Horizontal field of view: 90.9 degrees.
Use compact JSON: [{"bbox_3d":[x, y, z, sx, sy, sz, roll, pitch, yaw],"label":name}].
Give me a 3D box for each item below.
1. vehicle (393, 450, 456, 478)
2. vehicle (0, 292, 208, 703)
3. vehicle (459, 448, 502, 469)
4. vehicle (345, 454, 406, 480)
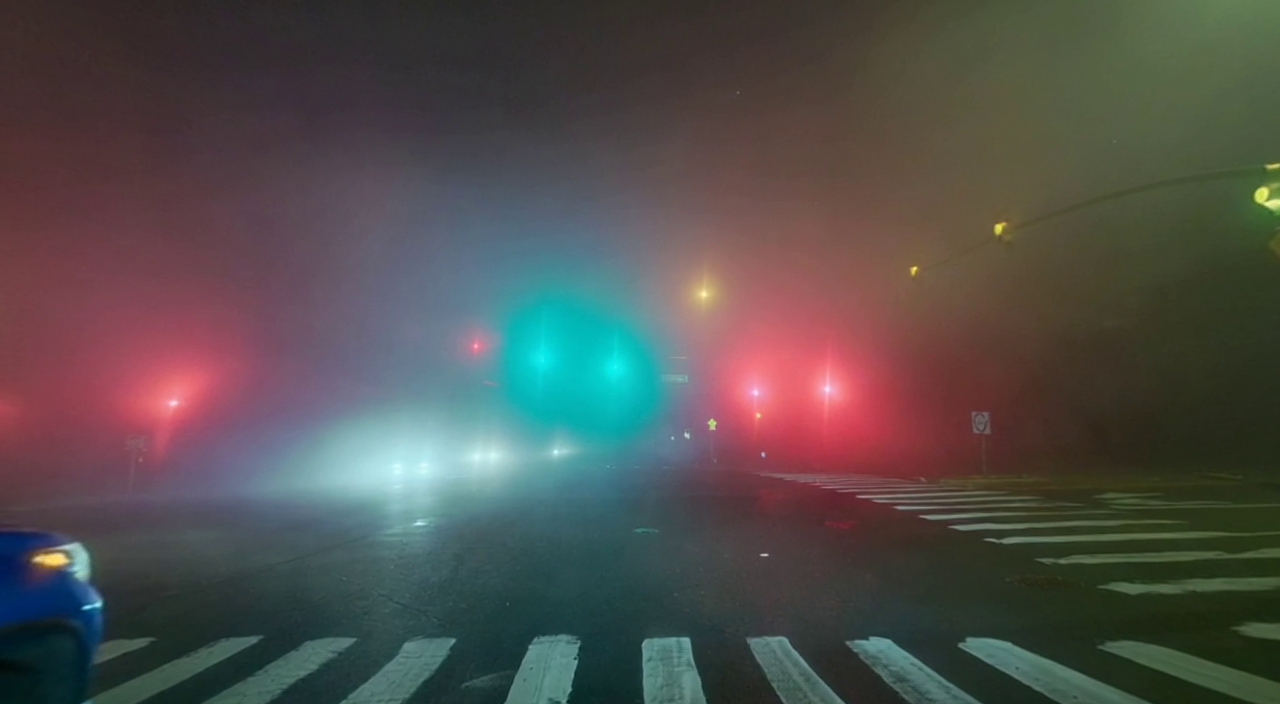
[{"bbox_3d":[-12.522,6.536,36.982,2.028,1.455,4.421,0,-8,2],"label":"vehicle"},{"bbox_3d":[-3.143,0.522,0.695,2.123,1.799,4.425,0,-8,1],"label":"vehicle"},{"bbox_3d":[-11.848,7.945,47.105,1.980,1.452,4.318,0,-8,2],"label":"vehicle"},{"bbox_3d":[-16.123,7.017,38.711,1.830,1.440,4.351,0,-8,1],"label":"vehicle"}]
